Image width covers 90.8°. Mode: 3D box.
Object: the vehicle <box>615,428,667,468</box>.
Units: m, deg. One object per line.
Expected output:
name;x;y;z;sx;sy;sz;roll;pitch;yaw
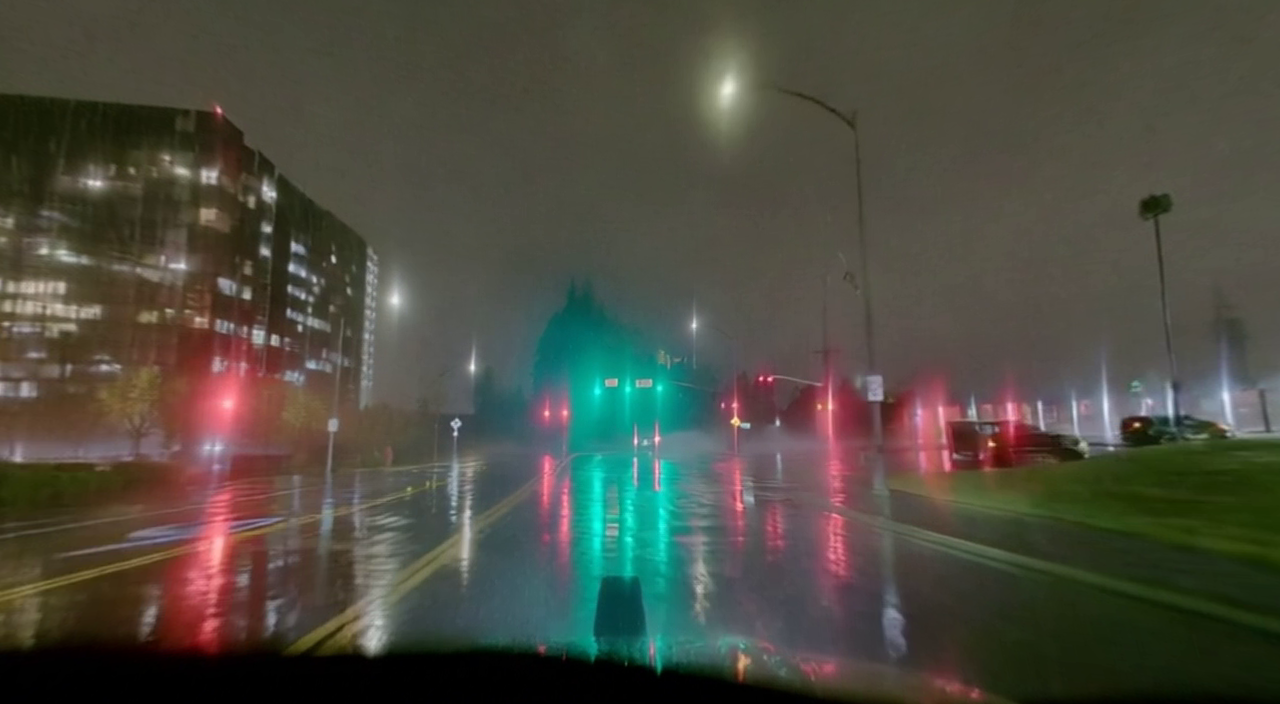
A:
vehicle;0.132;4.774;31.549;2.230;1.827;4.298;-1;-8;5

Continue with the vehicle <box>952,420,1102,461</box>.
vehicle;14.812;3.435;24.397;4.486;1.494;1.802;-1;-8;5

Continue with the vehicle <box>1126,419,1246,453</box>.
vehicle;29.318;4.499;34.032;4.504;1.759;1.955;0;-8;4

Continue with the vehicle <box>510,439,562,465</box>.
vehicle;-6.369;6.160;39.212;1.939;1.484;4.645;-1;-8;7
